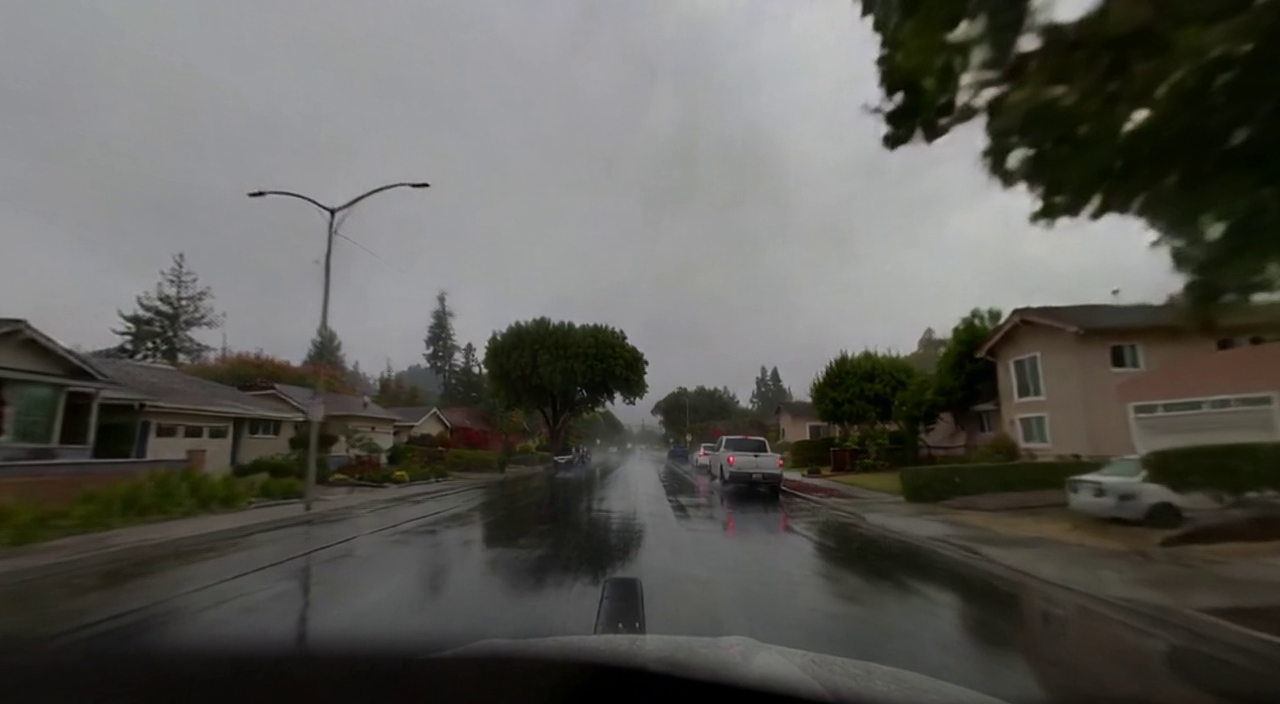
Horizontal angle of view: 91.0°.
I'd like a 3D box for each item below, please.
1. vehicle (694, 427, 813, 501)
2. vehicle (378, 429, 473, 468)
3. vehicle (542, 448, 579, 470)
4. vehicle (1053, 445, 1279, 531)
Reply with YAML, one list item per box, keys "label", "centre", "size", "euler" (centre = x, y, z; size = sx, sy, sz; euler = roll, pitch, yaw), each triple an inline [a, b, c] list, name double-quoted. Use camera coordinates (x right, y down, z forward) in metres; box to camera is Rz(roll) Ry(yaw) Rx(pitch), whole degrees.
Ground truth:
- label: "vehicle"
  centre: [3.764, 3.968, 22.812]
  size: [2.952, 2.216, 7.033]
  euler: [0, -9, -1]
- label: "vehicle"
  centre: [-13.116, 5.901, 38.628]
  size: [4.837, 1.897, 2.228]
  euler: [4, -8, 5]
- label: "vehicle"
  centre: [-5.840, 7.947, 46.816]
  size: [2.027, 1.544, 4.959]
  euler: [0, -9, 0]
- label: "vehicle"
  centre: [10.510, 2.343, 11.130]
  size: [5.034, 1.361, 1.928]
  euler: [0, -9, 0]
